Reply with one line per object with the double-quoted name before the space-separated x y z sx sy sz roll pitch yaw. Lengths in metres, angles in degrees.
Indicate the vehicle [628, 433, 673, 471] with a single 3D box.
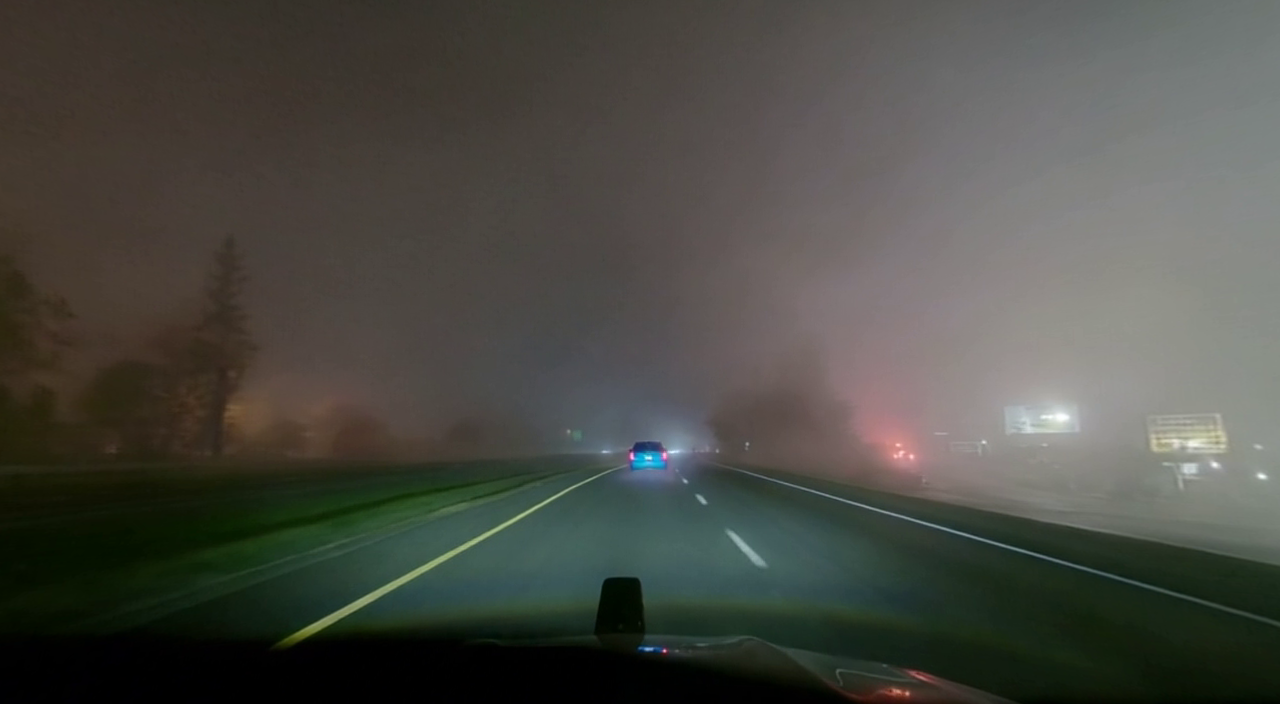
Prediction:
"vehicle" 0.661 6.006 37.820 2.546 2.126 5.153 0 -8 2
